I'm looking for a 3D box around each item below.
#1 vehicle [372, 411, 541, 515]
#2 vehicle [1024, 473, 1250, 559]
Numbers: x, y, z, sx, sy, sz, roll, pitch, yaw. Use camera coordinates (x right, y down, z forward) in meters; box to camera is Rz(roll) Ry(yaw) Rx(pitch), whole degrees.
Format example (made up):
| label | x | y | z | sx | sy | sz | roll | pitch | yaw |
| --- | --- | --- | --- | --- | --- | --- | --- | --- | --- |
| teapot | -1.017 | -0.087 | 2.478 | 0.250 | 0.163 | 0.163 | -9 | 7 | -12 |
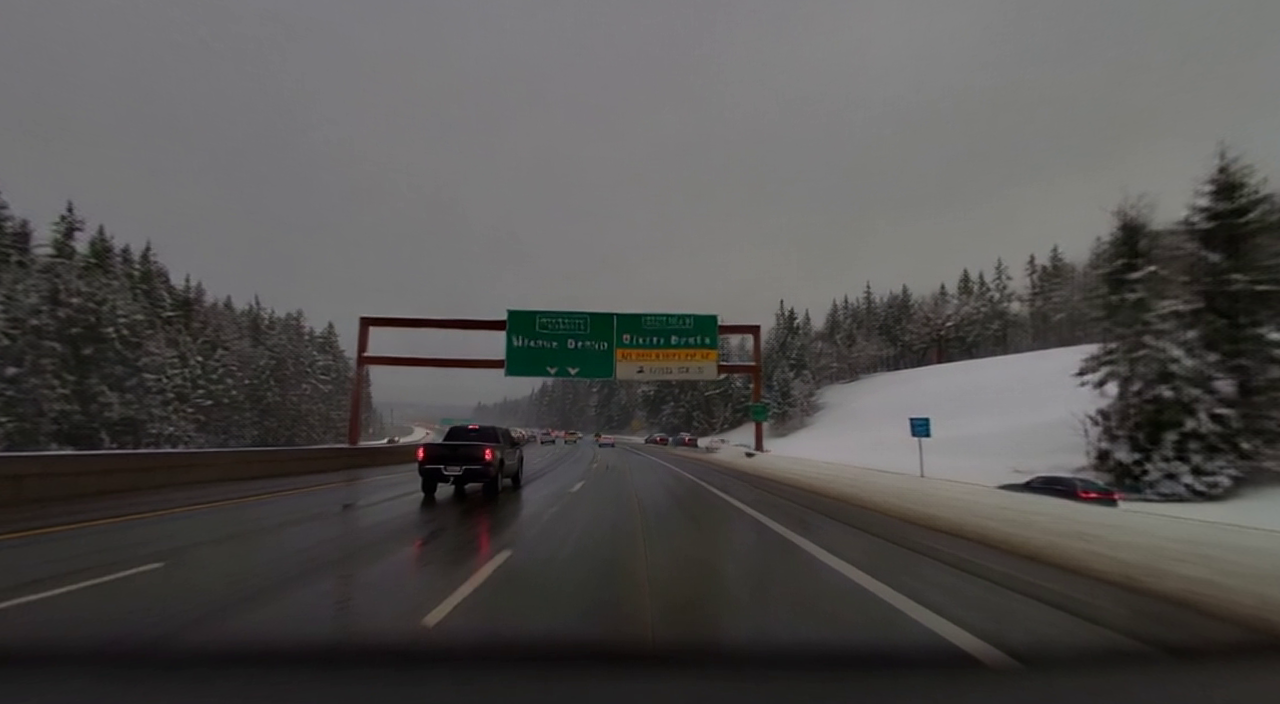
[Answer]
| label | x | y | z | sx | sy | sz | roll | pitch | yaw |
| --- | --- | --- | --- | --- | --- | --- | --- | --- | --- |
| vehicle | -3.570 | 2.283 | 13.443 | 2.142 | 1.789 | 5.009 | 0 | -8 | 0 |
| vehicle | 14.945 | 4.898 | 19.509 | 2.179 | 1.976 | 5.545 | 1 | -8 | -4 |
